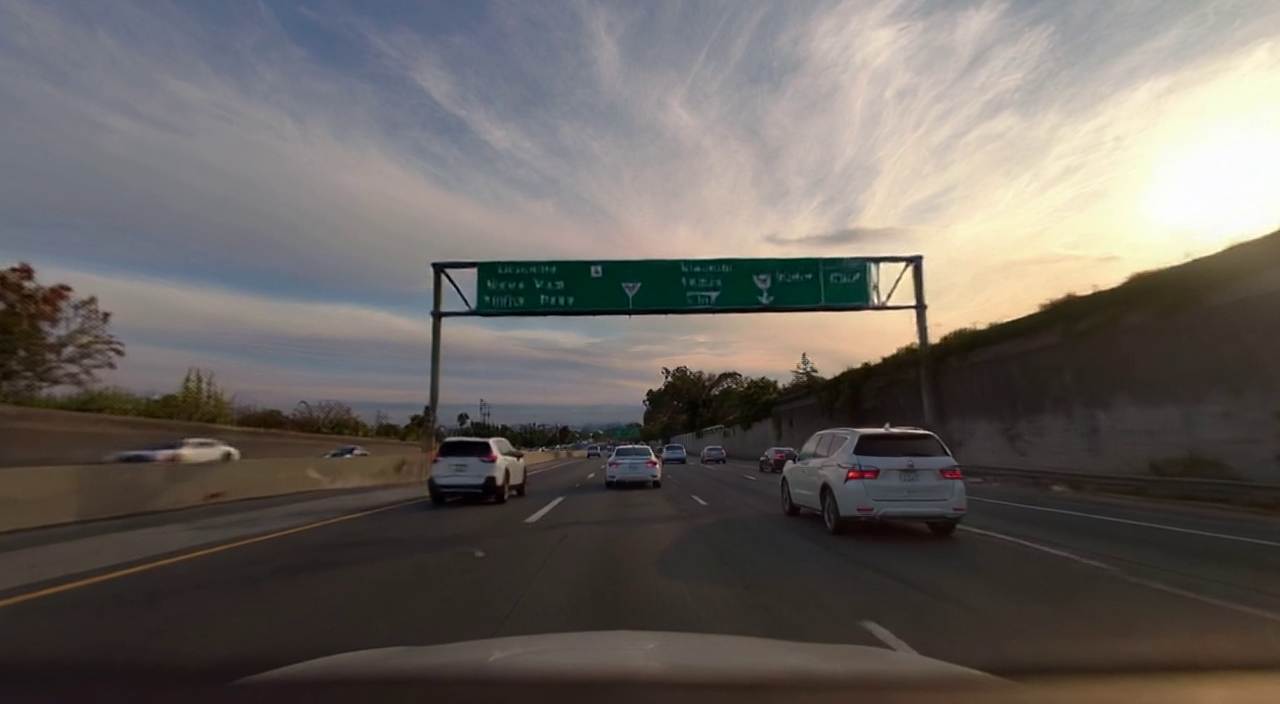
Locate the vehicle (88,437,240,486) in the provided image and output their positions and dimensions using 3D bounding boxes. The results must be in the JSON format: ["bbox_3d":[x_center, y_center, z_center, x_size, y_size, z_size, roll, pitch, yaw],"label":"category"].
[{"bbox_3d":[-18.183,4.185,24.526,2.137,1.682,4.908,0,-9,-2],"label":"vehicle"}]

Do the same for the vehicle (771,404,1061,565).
[{"bbox_3d":[3.630,1.852,9.574,2.162,1.800,4.693,0,-9,-1],"label":"vehicle"}]

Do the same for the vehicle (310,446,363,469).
[{"bbox_3d":[-22.250,7.698,46.504,1.843,1.590,4.344,0,-9,-2],"label":"vehicle"}]

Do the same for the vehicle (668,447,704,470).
[{"bbox_3d":[3.116,7.302,43.649,1.998,1.490,4.296,0,-9,-3],"label":"vehicle"}]

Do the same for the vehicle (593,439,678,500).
[{"bbox_3d":[-0.160,3.190,17.537,2.098,1.475,3.997,0,-9,-2],"label":"vehicle"}]

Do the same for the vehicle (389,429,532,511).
[{"bbox_3d":[-4.331,2.945,16.287,2.218,1.776,5.031,0,-9,0],"label":"vehicle"}]
